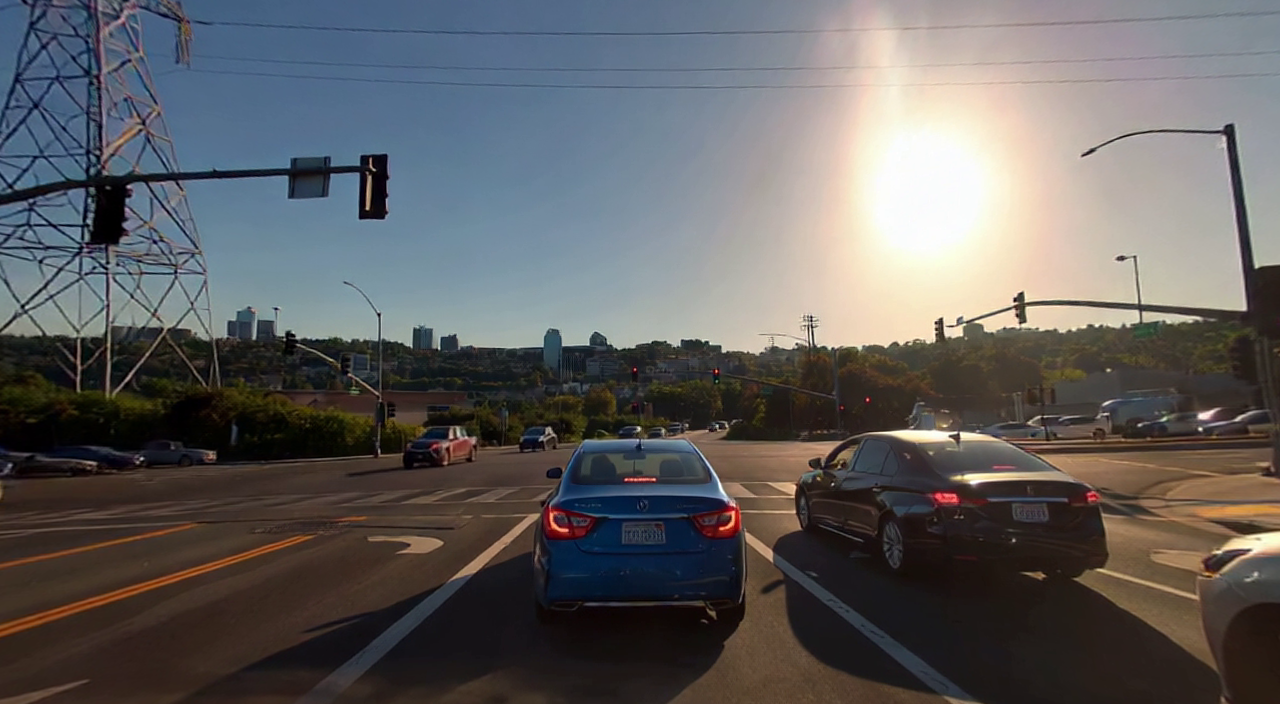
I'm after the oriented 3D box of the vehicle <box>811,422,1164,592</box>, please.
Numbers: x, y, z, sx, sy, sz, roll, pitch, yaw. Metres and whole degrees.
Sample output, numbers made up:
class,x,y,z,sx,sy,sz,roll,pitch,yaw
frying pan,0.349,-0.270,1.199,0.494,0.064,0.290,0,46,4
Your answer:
class,x,y,z,sx,sy,sz,roll,pitch,yaw
vehicle,3.654,1.683,7.720,1.835,1.473,4.190,0,-8,-2

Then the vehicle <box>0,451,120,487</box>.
class,x,y,z,sx,sy,sz,roll,pitch,yaw
vehicle,-25.925,5.112,27.747,4.263,1.464,1.895,0,-8,-1

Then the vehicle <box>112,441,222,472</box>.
class,x,y,z,sx,sy,sz,roll,pitch,yaw
vehicle,-26.028,5.766,34.789,4.417,1.637,1.956,0,-8,-2

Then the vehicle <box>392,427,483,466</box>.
class,x,y,z,sx,sy,sz,roll,pitch,yaw
vehicle,-9.627,4.598,30.655,2.269,1.716,5.700,-1,-8,3

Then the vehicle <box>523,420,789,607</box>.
class,x,y,z,sx,sy,sz,roll,pitch,yaw
vehicle,0.113,1.596,7.126,2.117,1.474,4.036,0,-8,0

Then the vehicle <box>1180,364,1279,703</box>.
class,x,y,z,sx,sy,sz,roll,pitch,yaw
vehicle,3.412,0.588,0.626,1.926,1.614,4.330,0,-8,1
